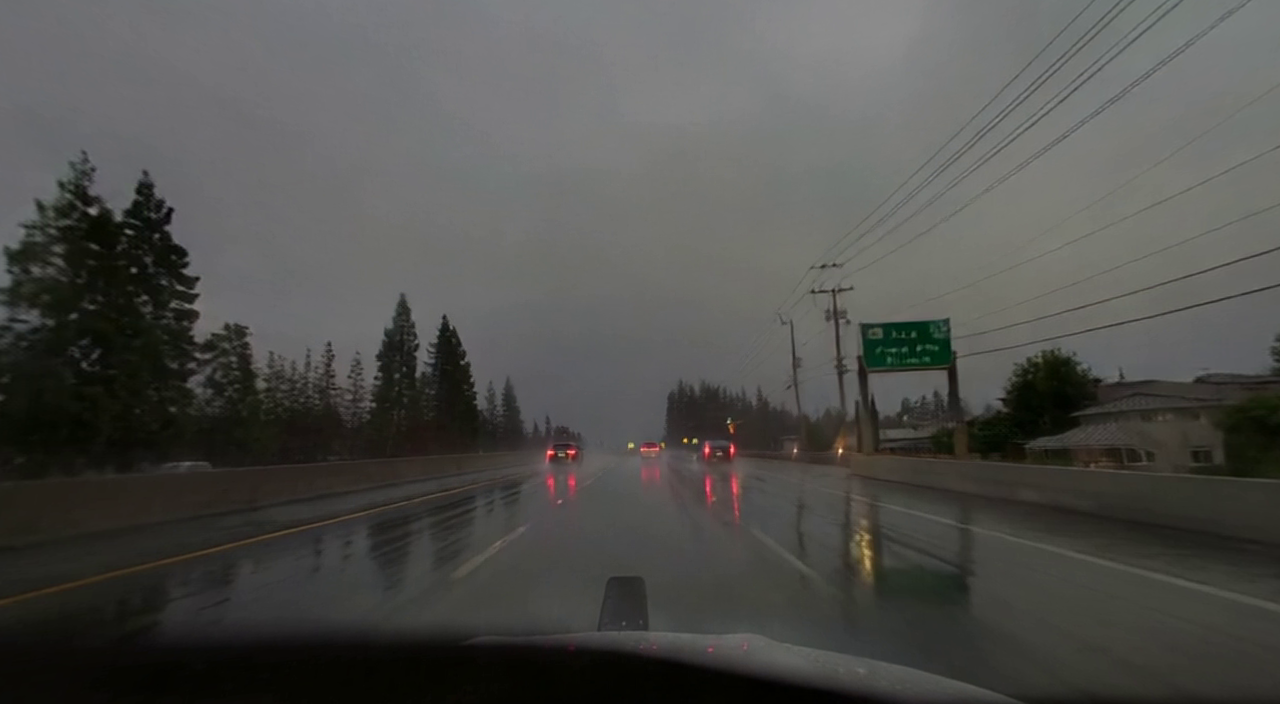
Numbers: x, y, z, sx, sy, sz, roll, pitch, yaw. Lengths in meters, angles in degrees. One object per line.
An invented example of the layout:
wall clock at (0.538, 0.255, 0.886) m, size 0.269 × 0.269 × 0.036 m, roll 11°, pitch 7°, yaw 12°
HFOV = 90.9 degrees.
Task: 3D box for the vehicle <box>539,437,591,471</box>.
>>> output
vehicle at (-4.078, 5.669, 35.197) m, size 2.217 × 1.773 × 4.553 m, roll 0°, pitch -8°, yaw 1°

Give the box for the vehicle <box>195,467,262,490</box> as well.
vehicle at (-31.532, 9.660, 48.456) m, size 1.850 × 1.517 × 4.820 m, roll 0°, pitch -8°, yaw 0°

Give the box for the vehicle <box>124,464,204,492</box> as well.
vehicle at (-35.960, 9.483, 47.850) m, size 2.088 × 1.840 × 4.956 m, roll 0°, pitch -8°, yaw 1°

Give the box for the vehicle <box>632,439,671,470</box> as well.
vehicle at (0.593, 5.625, 34.834) m, size 2.049 × 1.620 × 4.153 m, roll 0°, pitch -8°, yaw 0°

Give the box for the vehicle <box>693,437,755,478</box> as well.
vehicle at (3.414, 4.344, 26.247) m, size 1.996 × 1.579 × 3.841 m, roll 0°, pitch -8°, yaw -1°
